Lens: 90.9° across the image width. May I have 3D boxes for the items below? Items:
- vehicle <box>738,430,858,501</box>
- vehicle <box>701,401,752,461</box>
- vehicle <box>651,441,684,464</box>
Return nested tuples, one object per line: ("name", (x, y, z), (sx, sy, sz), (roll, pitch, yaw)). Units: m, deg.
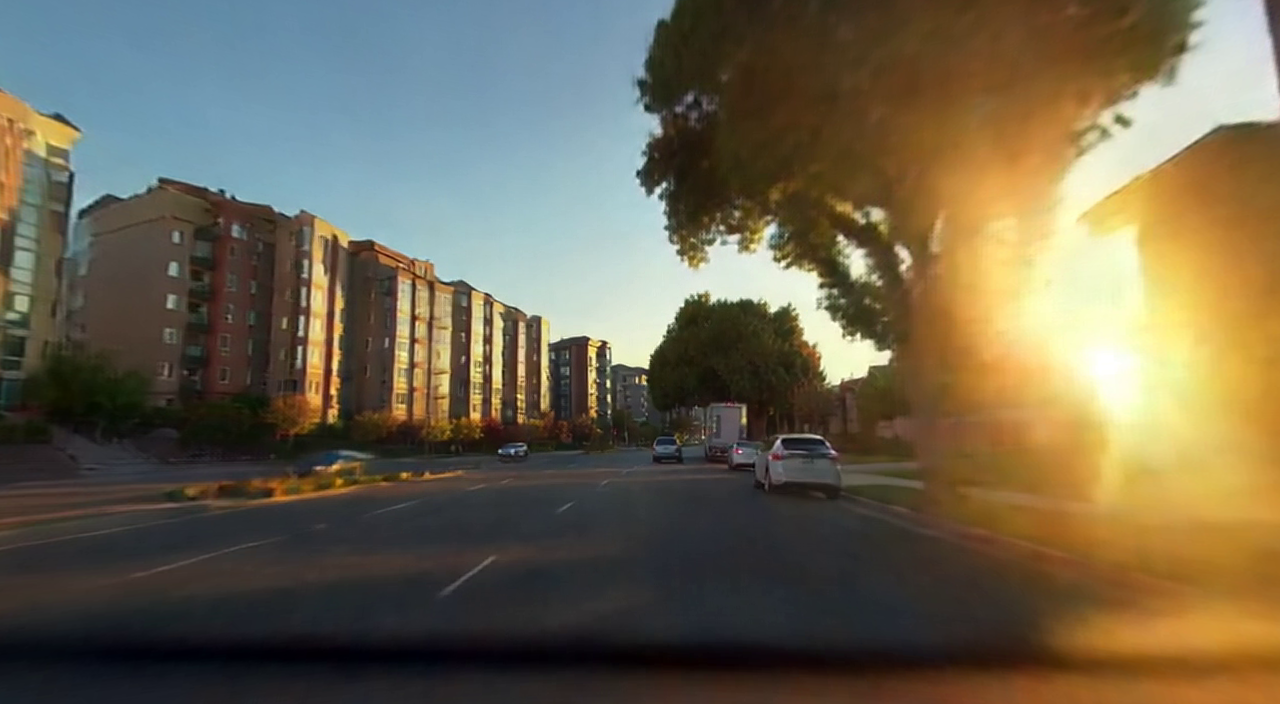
("vehicle", (4.090, 3.018, 17.224), (2.121, 1.659, 4.675), (0, -8, 1))
("vehicle", (6.375, 6.210, 48.425), (3.157, 3.982, 13.307), (-1, -8, 5))
("vehicle", (1.784, 6.224, 39.230), (1.871, 1.370, 4.206), (-1, -8, 5))
